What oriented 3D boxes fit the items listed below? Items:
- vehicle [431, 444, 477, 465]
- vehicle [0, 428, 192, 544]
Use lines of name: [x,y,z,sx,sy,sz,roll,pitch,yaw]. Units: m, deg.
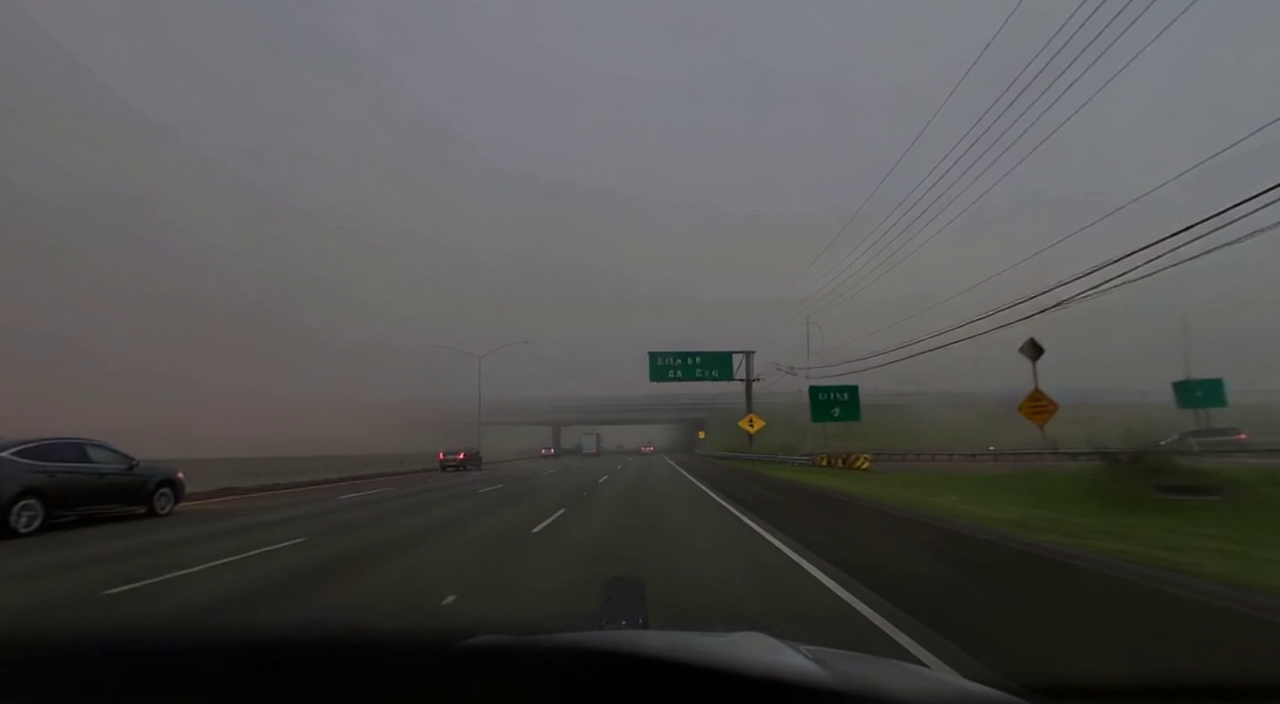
vehicle: [-13.565,7.497,46.247,1.988,1.477,4.442,0,-8,1]
vehicle: [-10.268,2.146,10.549,2.122,1.655,4.533,0,-8,1]
